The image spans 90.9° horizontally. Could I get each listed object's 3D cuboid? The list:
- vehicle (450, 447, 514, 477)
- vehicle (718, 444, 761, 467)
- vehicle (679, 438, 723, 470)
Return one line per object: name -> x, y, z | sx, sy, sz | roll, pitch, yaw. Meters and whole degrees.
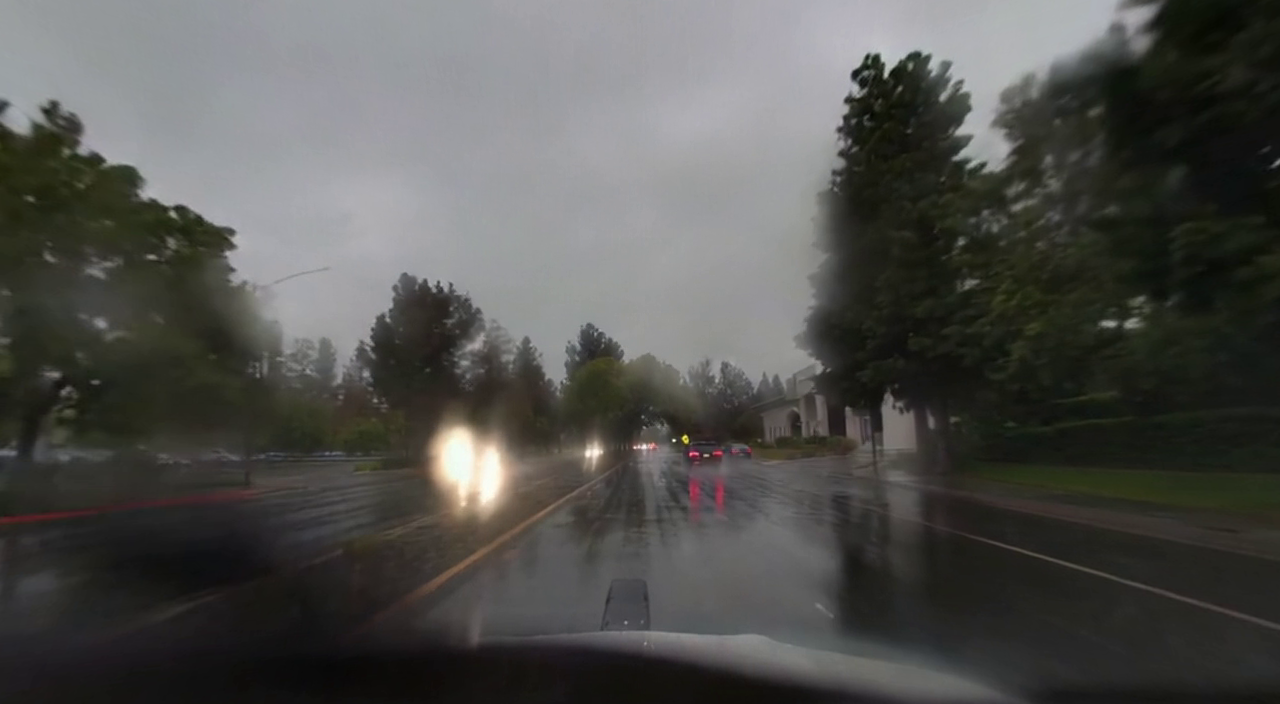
vehicle -> -8.427, 5.917, 34.133 | 2.283, 1.509, 4.272 | 0, -9, 1
vehicle -> 6.725, 7.029, 43.051 | 2.100, 1.491, 4.563 | 0, -9, -1
vehicle -> 3.558, 6.090, 37.770 | 2.143, 1.759, 4.378 | 0, -9, -1
